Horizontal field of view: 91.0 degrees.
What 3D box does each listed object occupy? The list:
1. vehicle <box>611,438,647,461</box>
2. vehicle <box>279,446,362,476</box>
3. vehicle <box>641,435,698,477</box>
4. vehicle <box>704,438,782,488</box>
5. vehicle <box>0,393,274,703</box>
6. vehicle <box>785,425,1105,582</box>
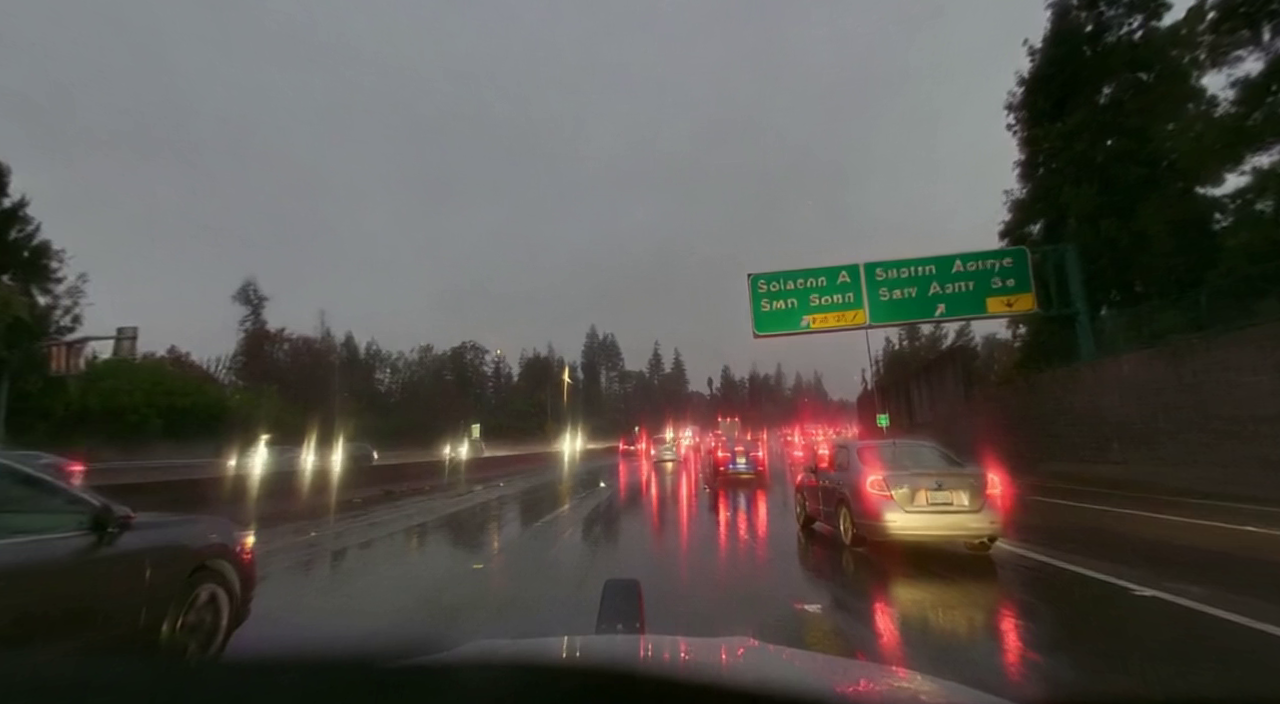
[{"bbox_3d":[-0.715,6.899,44.649,2.059,1.516,4.236,-1,-9,6],"label":"vehicle"},{"bbox_3d":[-18.249,6.233,36.282,1.998,1.557,4.757,-1,-9,5],"label":"vehicle"},{"bbox_3d":[1.267,4.321,26.304,2.201,1.614,3.803,-1,-9,3],"label":"vehicle"},{"bbox_3d":[3.356,3.714,21.367,2.009,1.489,4.559,0,-9,2],"label":"vehicle"},{"bbox_3d":[-3.218,0.824,1.510,1.937,1.558,4.469,0,-9,1],"label":"vehicle"},{"bbox_3d":[3.476,1.821,8.460,2.014,1.489,4.696,0,-9,1],"label":"vehicle"}]
